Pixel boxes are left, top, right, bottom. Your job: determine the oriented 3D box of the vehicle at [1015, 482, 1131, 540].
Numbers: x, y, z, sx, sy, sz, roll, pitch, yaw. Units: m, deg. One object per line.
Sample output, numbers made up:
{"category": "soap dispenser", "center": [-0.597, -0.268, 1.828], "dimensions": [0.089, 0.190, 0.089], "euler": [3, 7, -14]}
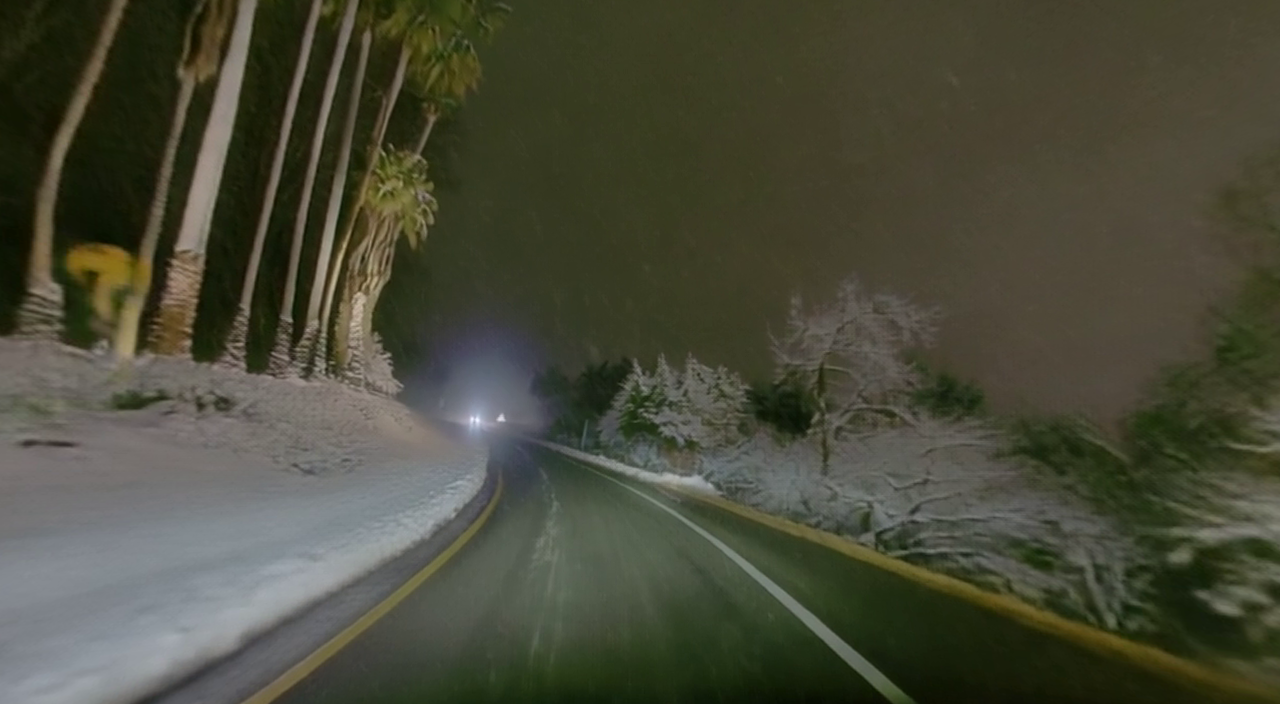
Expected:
{"category": "vehicle", "center": [16.325, 5.957, 24.122], "dimensions": [1.856, 1.740, 4.503], "euler": [-3, -9, 11]}
